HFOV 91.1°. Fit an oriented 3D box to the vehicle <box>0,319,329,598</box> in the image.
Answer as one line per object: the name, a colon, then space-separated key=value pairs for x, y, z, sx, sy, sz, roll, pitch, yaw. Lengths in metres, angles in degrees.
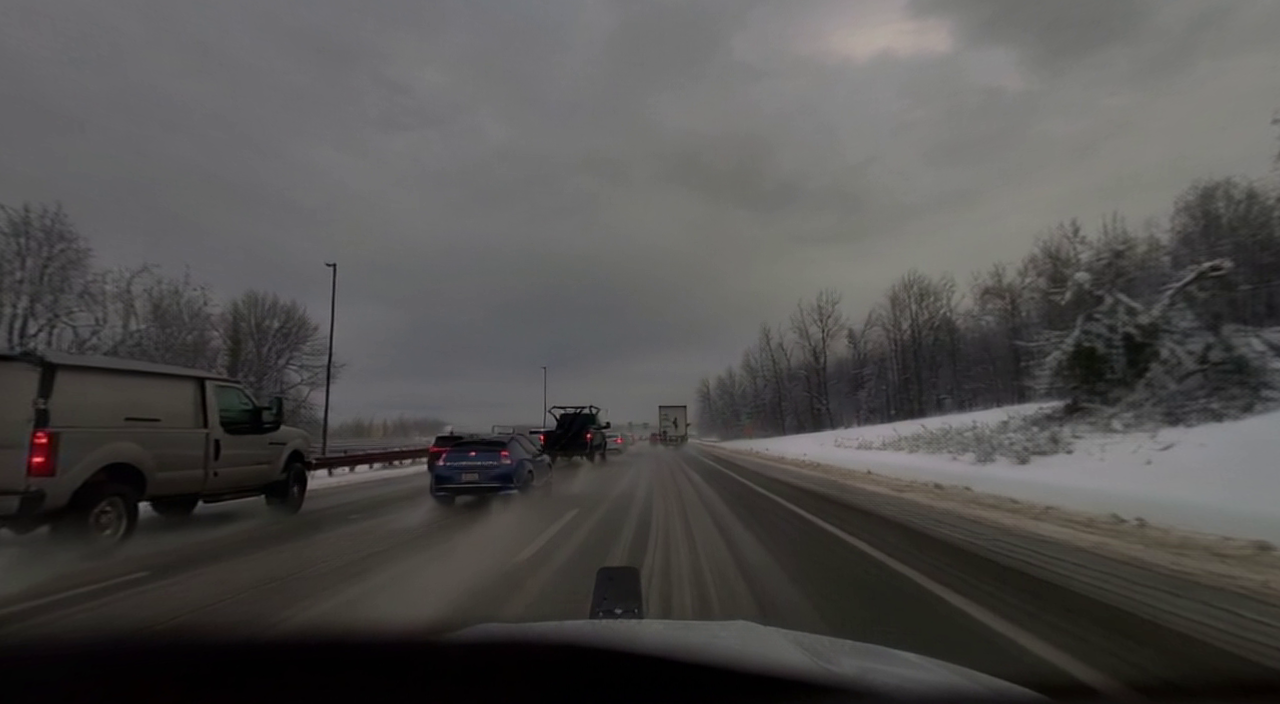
vehicle: x=-6.805 y=1.309 z=8.244 sx=2.386 sy=2.435 sz=5.831 roll=0 pitch=-8 yaw=1

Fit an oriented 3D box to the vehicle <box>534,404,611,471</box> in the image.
vehicle: x=-2.678 y=3.592 z=26.454 sx=2.427 sy=2.514 sz=5.159 roll=0 pitch=-8 yaw=2

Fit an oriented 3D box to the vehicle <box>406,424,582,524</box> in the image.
vehicle: x=-2.421 y=2.135 z=11.673 sx=2.089 sy=1.485 sz=4.153 roll=0 pitch=-8 yaw=3
